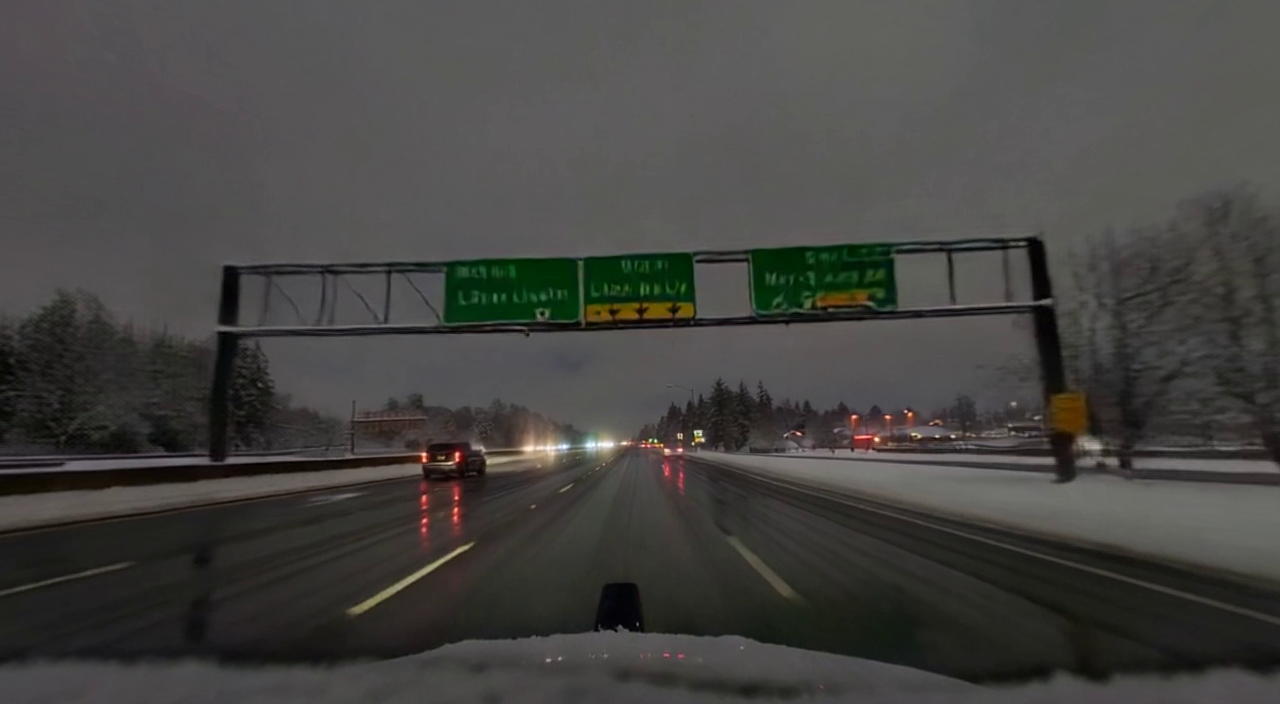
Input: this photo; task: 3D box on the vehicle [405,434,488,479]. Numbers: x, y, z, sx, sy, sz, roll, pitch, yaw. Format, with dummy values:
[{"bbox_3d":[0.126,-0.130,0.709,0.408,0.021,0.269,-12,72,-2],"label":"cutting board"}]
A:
[{"bbox_3d":[-7.930,4.325,26.425,2.089,1.724,4.327,0,-8,0],"label":"vehicle"}]
